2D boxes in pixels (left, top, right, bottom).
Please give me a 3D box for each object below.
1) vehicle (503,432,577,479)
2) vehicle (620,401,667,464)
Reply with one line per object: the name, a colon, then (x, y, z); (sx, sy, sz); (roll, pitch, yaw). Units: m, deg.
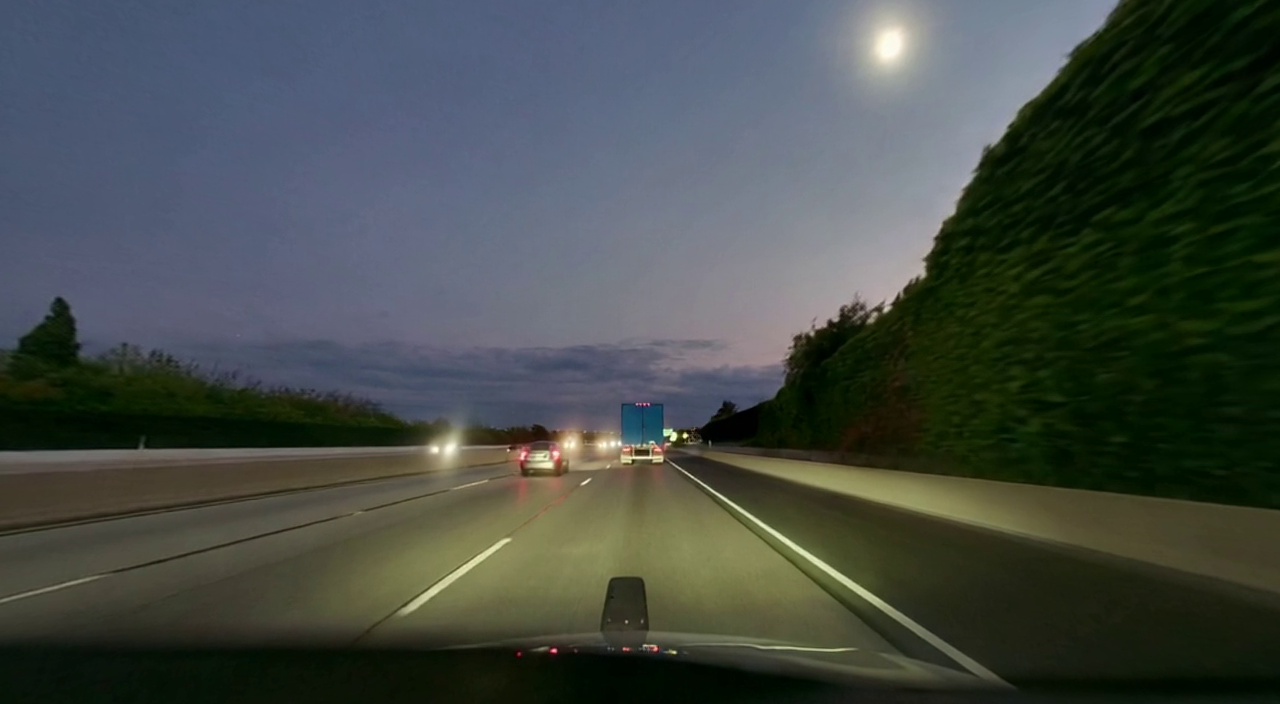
vehicle: (-3.922, 4.150, 25.625); (2.186, 1.716, 4.672); (0, -8, 1)
vehicle: (0.210, 6.348, 48.760); (3.078, 4.031, 16.069); (0, -8, 0)
